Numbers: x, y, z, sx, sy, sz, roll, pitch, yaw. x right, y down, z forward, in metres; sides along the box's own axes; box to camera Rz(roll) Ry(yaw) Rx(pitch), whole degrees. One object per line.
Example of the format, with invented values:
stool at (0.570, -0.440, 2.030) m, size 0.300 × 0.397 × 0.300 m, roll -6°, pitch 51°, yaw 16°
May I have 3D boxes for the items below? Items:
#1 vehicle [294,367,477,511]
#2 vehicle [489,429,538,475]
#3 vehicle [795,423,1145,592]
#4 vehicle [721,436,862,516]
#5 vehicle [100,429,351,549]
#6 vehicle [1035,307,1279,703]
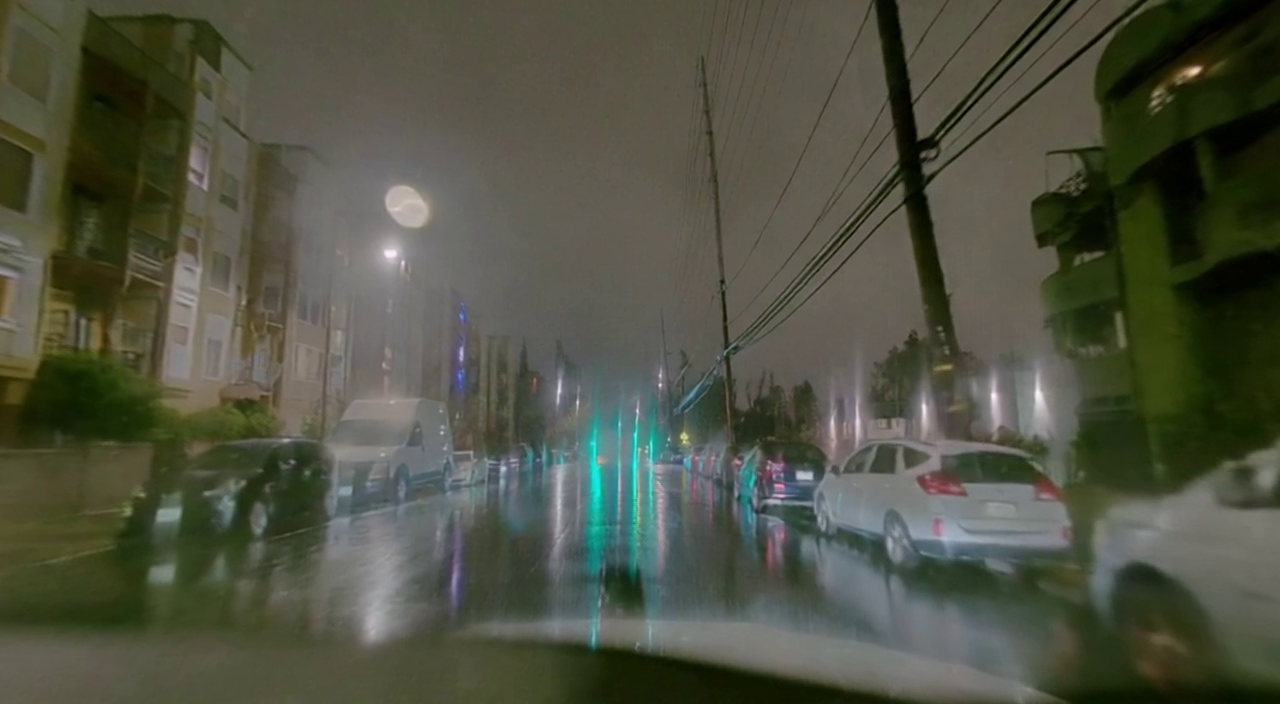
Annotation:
vehicle at (-7.523, 2.756, 19.909) m, size 2.901 × 3.610 × 6.707 m, roll -3°, pitch -9°, yaw 1°
vehicle at (-7.195, 5.749, 36.411) m, size 1.889 × 2.463 × 4.142 m, roll 0°, pitch -9°, yaw 1°
vehicle at (3.677, 1.812, 8.287) m, size 2.028 × 1.555 × 4.595 m, roll 0°, pitch -9°, yaw -1°
vehicle at (3.338, 2.841, 15.072) m, size 2.057 × 1.554 × 4.905 m, roll 0°, pitch -9°, yaw -1°
vehicle at (-7.707, 2.550, 12.461) m, size 1.955 × 1.804 × 4.523 m, roll -3°, pitch -9°, yaw -1°
vehicle at (3.676, 0.613, 1.473) m, size 2.185 × 1.888 × 4.724 m, roll 0°, pitch -9°, yaw -4°
